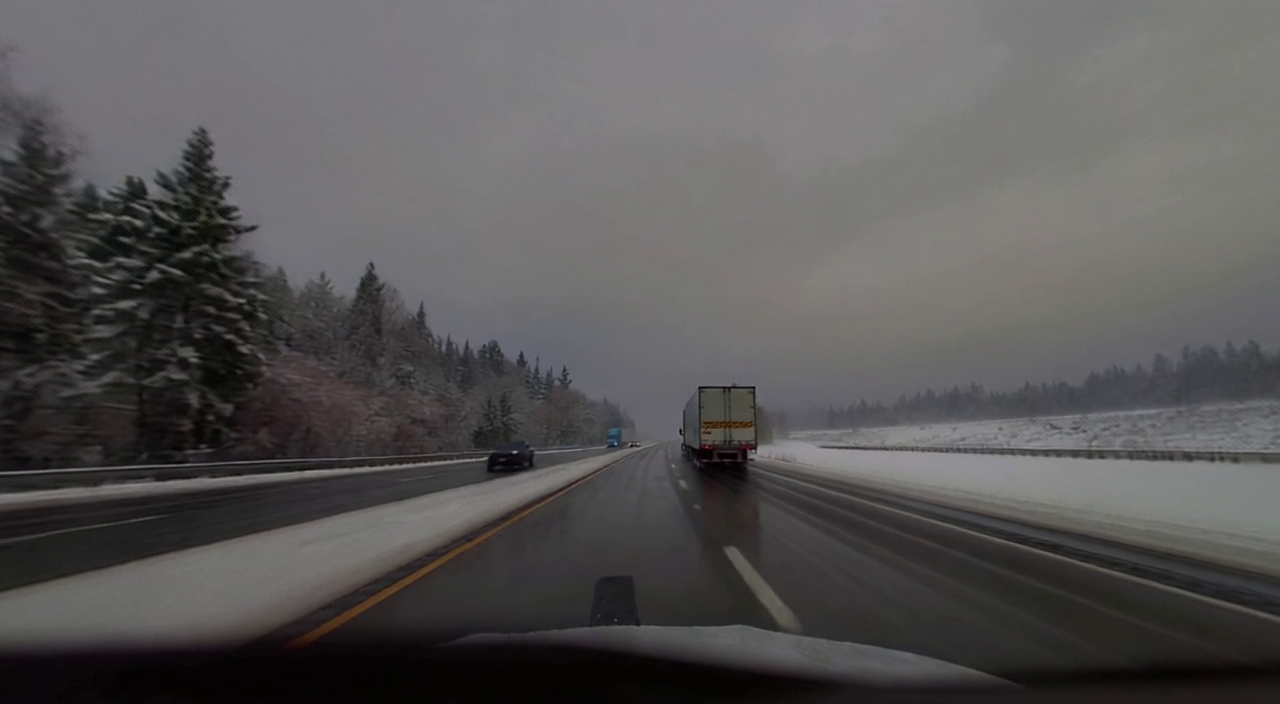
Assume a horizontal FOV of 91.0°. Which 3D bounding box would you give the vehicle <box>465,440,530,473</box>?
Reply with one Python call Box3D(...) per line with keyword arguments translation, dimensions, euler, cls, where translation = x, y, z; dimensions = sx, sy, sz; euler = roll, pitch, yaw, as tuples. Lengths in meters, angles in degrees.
Box3D(translation=(-6.956, 5.143, 31.199), dimensions=(2.111, 1.487, 4.433), euler=(-1, -8, 1), cls="vehicle")
